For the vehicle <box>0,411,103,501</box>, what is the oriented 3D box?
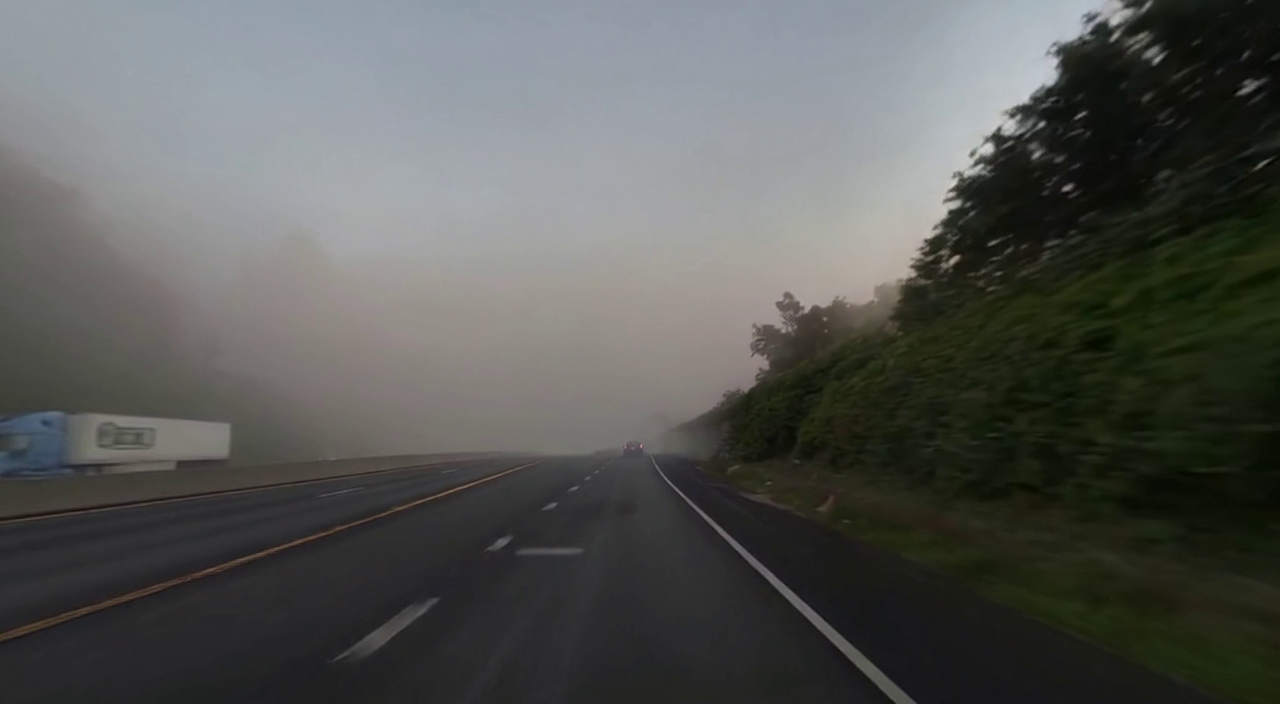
[{"bbox_3d":[-29.683,4.955,30.335,2.942,3.911,5.799,0,-8,-9],"label":"vehicle"}]
